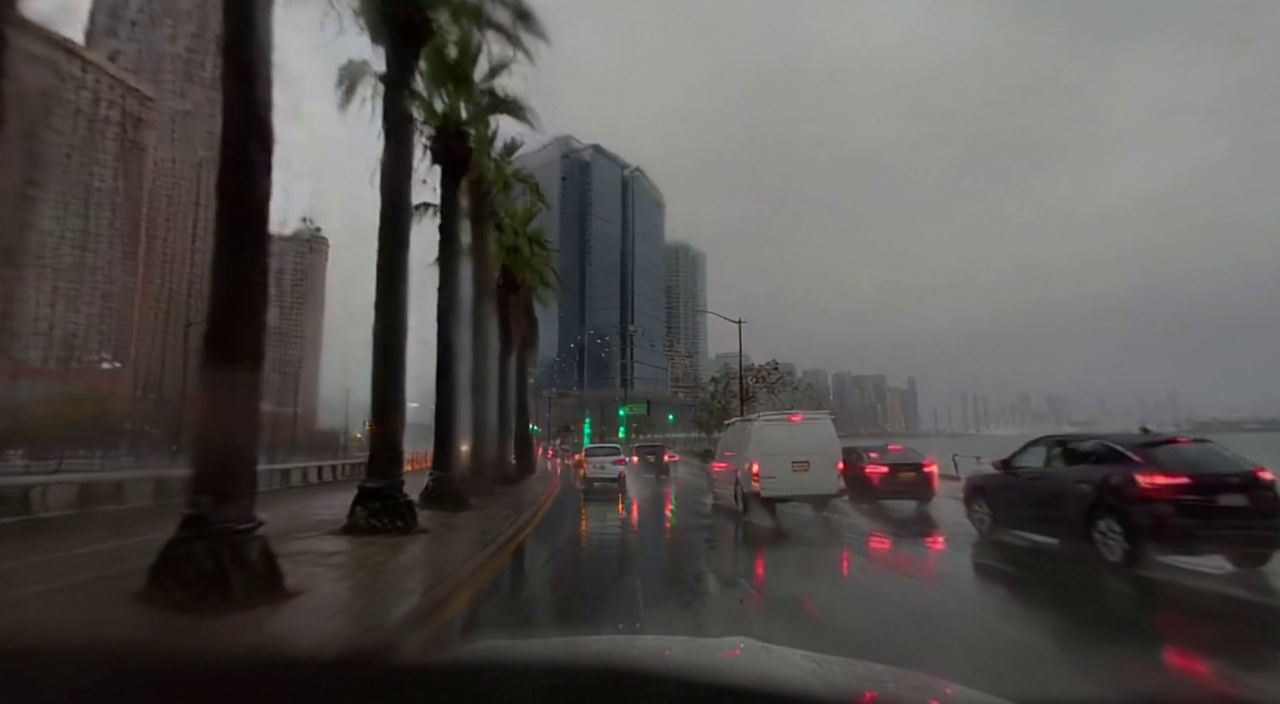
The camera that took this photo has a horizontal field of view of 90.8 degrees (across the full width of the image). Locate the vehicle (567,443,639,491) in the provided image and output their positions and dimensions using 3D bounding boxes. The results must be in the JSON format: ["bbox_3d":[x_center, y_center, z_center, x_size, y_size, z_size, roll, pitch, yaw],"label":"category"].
[{"bbox_3d":[-1.527,4.322,24.152,2.332,1.625,4.933,1,-9,-8],"label":"vehicle"}]

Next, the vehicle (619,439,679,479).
[{"bbox_3d":[0.367,5.813,34.556,2.407,1.991,5.130,1,-9,-9],"label":"vehicle"}]

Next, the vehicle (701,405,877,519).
[{"bbox_3d":[3.142,2.513,14.852,2.434,2.171,5.098,1,-9,-6],"label":"vehicle"}]

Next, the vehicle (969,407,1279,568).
[{"bbox_3d":[7.284,1.842,9.358,2.164,1.745,4.677,0,-9,-2],"label":"vehicle"}]
